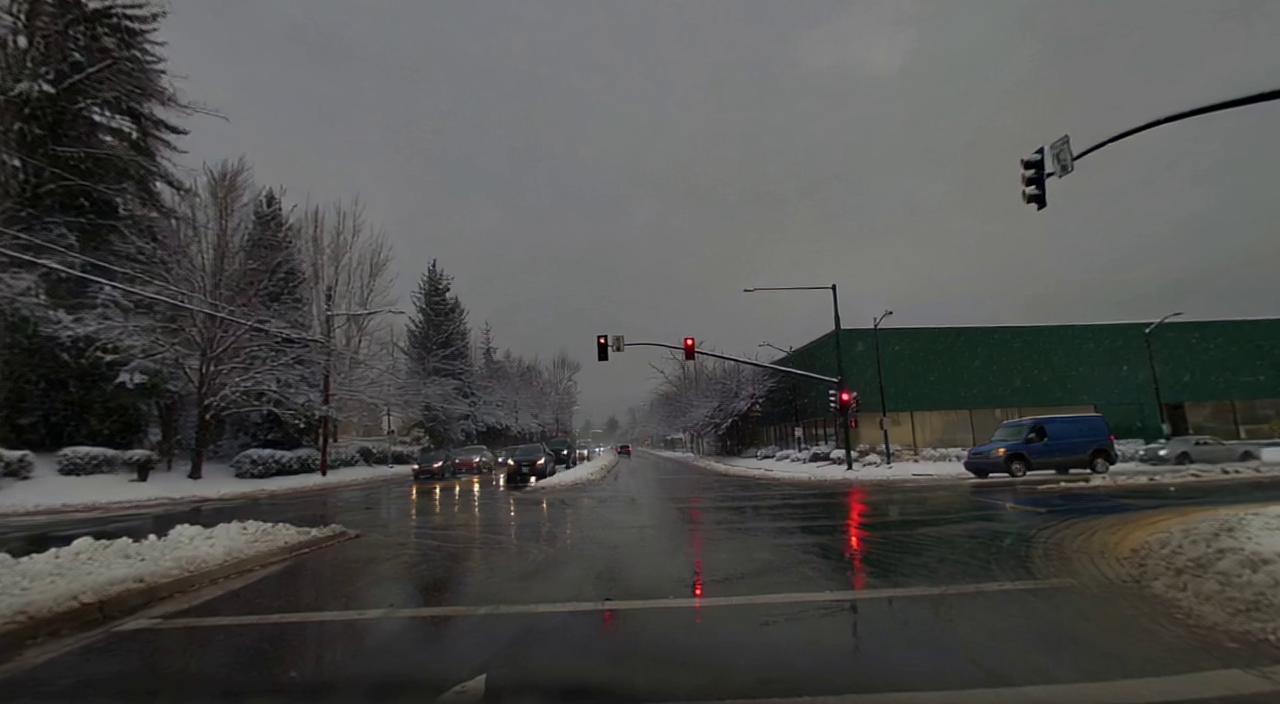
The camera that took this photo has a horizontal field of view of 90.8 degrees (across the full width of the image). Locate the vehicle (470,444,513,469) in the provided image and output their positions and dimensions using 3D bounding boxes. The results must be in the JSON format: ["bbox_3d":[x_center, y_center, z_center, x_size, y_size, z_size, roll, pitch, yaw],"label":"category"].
[{"bbox_3d":[-9.024,6.374,38.765,1.779,1.460,4.463,0,-9,-3],"label":"vehicle"}]

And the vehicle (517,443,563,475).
[{"bbox_3d":[-4.805,5.190,30.921,1.846,1.416,4.228,0,-9,-4],"label":"vehicle"}]

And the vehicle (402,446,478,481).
[{"bbox_3d":[-9.011,5.035,28.867,2.024,1.460,4.381,0,-9,0],"label":"vehicle"}]

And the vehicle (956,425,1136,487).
[{"bbox_3d":[14.853,3.757,23.142,5.910,2.046,2.228,3,-9,-19],"label":"vehicle"}]
